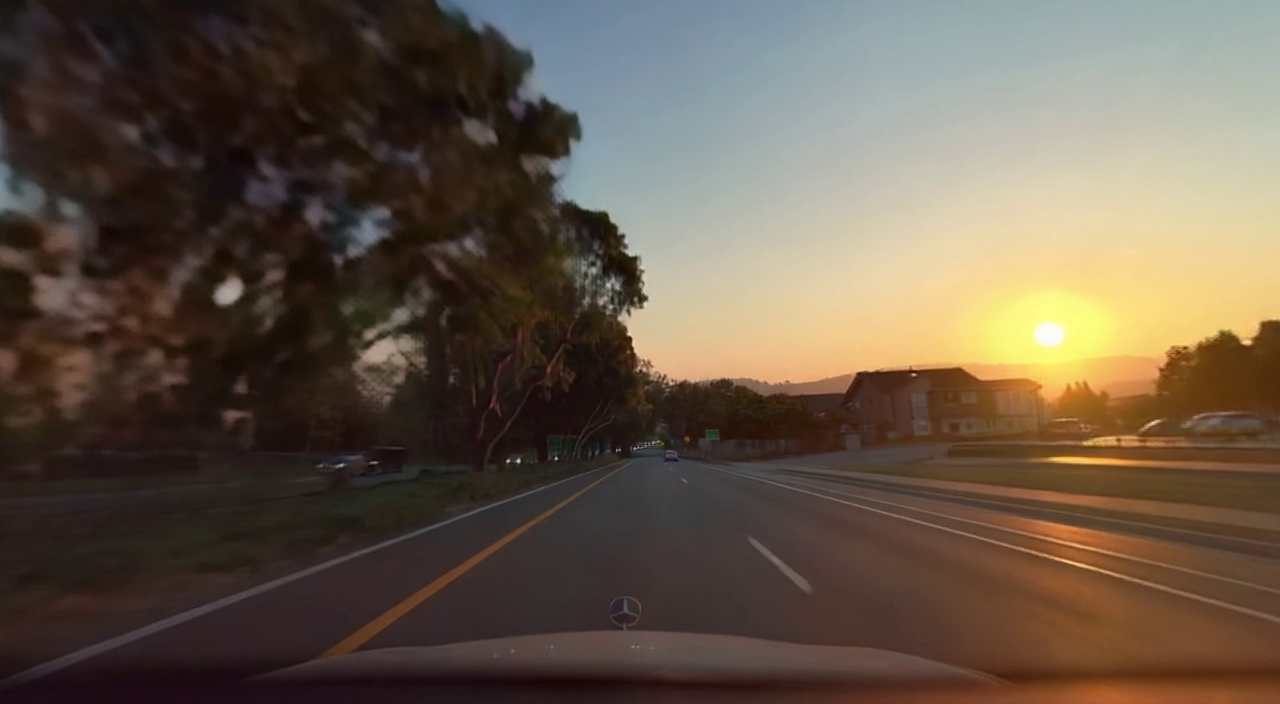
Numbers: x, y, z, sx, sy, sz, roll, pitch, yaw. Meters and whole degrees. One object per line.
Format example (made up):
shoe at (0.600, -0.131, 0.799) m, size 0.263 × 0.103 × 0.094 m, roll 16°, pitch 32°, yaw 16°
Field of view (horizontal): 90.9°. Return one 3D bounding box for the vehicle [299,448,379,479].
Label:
vehicle at (-21.906, 8.110, 46.300) m, size 2.507 × 2.080 × 6.634 m, roll -1°, pitch -8°, yaw 1°
